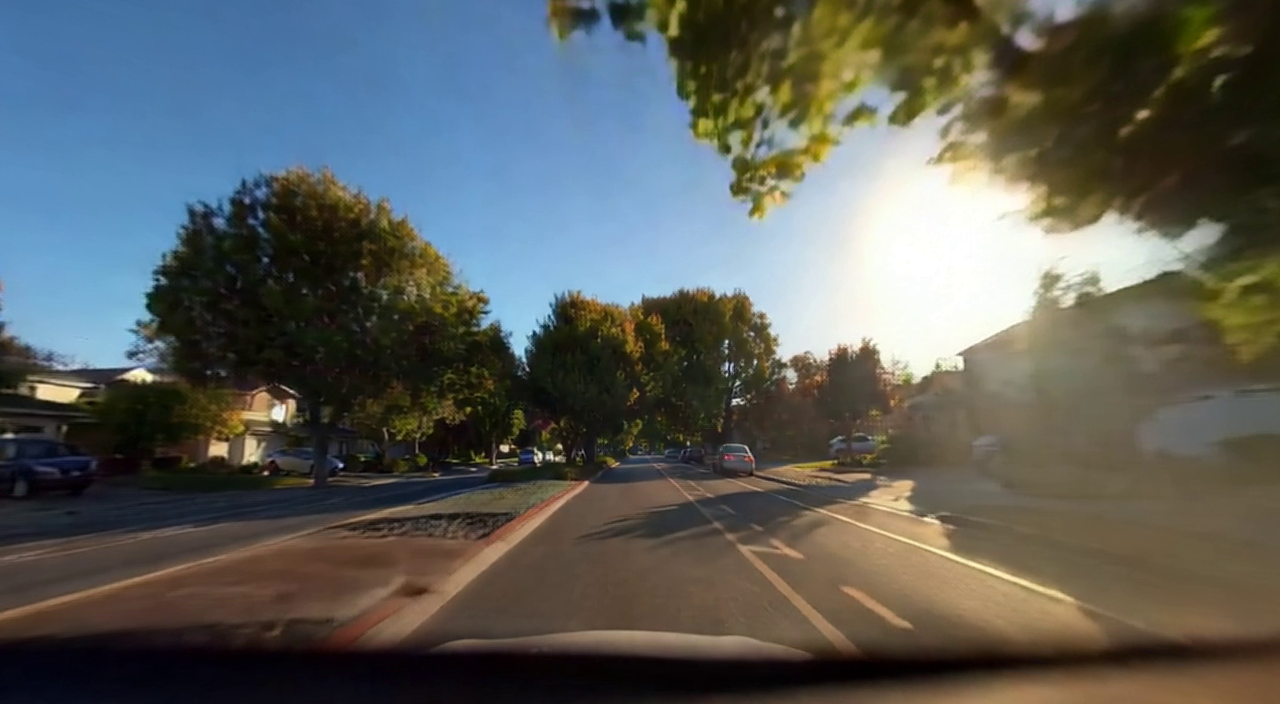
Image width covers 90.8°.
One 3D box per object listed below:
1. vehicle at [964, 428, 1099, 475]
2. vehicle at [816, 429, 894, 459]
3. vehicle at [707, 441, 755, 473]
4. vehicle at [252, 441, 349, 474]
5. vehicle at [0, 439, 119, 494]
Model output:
[{"bbox_3d":[15.417,3.949,25.089,4.010,1.751,1.922,-1,-9,3],"label":"vehicle"},{"bbox_3d":[15.836,6.780,46.672,4.921,2.117,2.249,-1,-9,2],"label":"vehicle"},{"bbox_3d":[5.109,5.963,35.958,2.001,1.693,4.311,0,-9,-1],"label":"vehicle"},{"bbox_3d":[-20.374,6.368,38.064,4.564,1.895,2.221,-1,-9,6],"label":"vehicle"},{"bbox_3d":[-21.920,4.009,22.342,4.889,1.822,2.159,0,-9,-3],"label":"vehicle"}]
